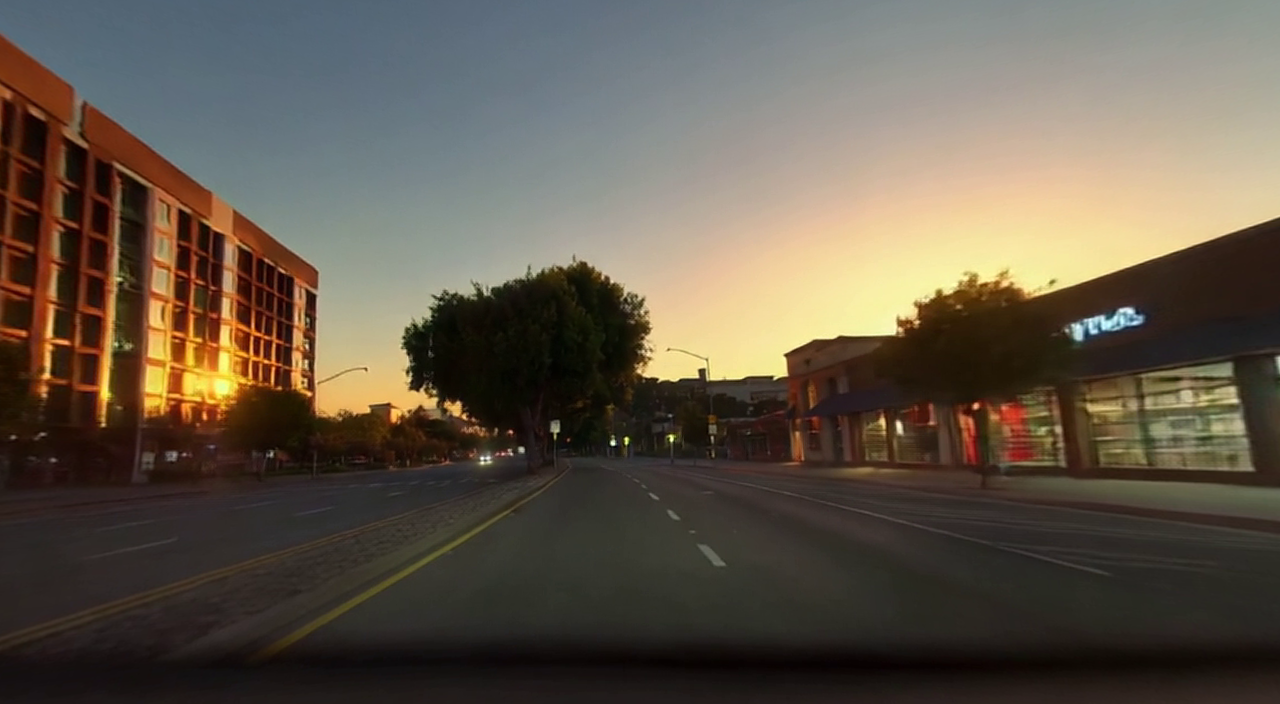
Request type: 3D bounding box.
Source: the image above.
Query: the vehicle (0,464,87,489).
[{"bbox_3d":[-39.717,8.245,41.988,3.994,1.491,1.730,4,-9,-24],"label":"vehicle"}]
